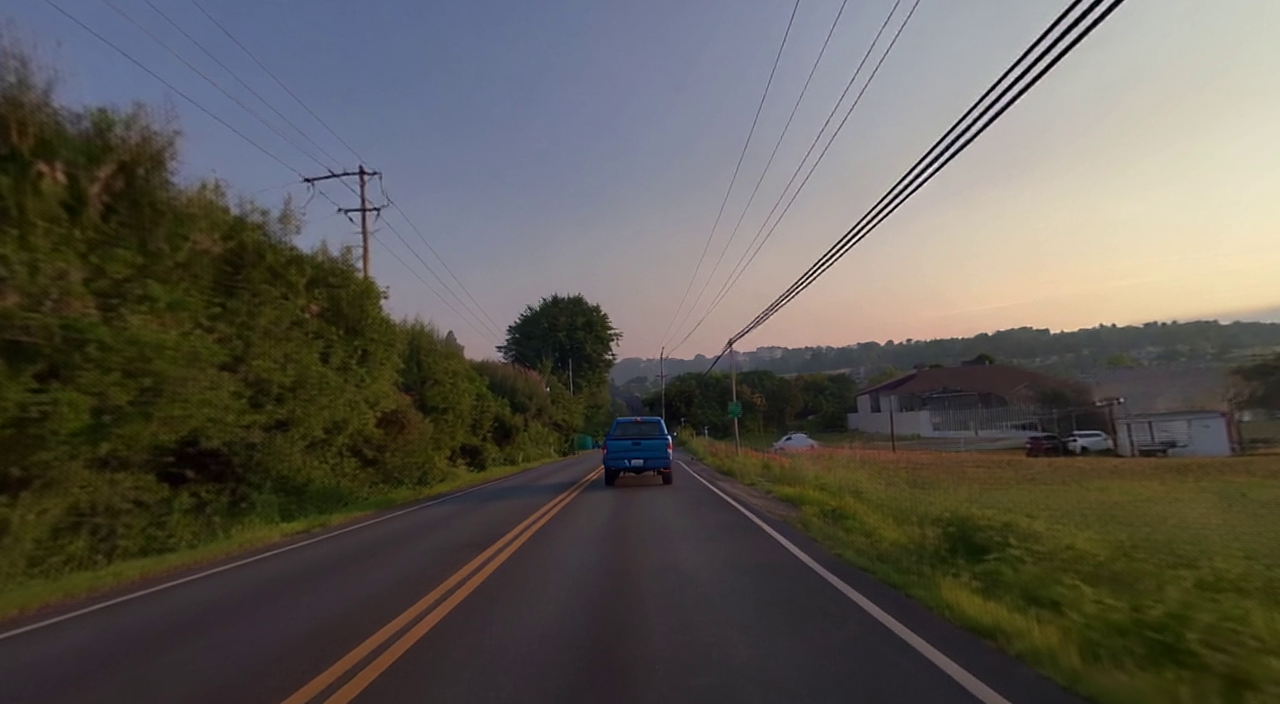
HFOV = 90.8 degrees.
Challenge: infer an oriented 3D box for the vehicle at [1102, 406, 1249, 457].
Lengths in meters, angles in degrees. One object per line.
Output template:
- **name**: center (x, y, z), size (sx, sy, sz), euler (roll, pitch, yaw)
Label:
- **vehicle**: center (33.636, 5.068, 39.986), size (2.581, 2.932, 6.340), euler (4, -9, -27)

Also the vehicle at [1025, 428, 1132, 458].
- **vehicle**: center (31.394, 6.555, 45.587), size (2.323, 2.002, 6.310), euler (2, -8, -13)

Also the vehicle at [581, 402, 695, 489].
- **vehicle**: center (-0.107, 3.034, 20.629), size (3.021, 2.326, 7.410), euler (0, -8, -1)
